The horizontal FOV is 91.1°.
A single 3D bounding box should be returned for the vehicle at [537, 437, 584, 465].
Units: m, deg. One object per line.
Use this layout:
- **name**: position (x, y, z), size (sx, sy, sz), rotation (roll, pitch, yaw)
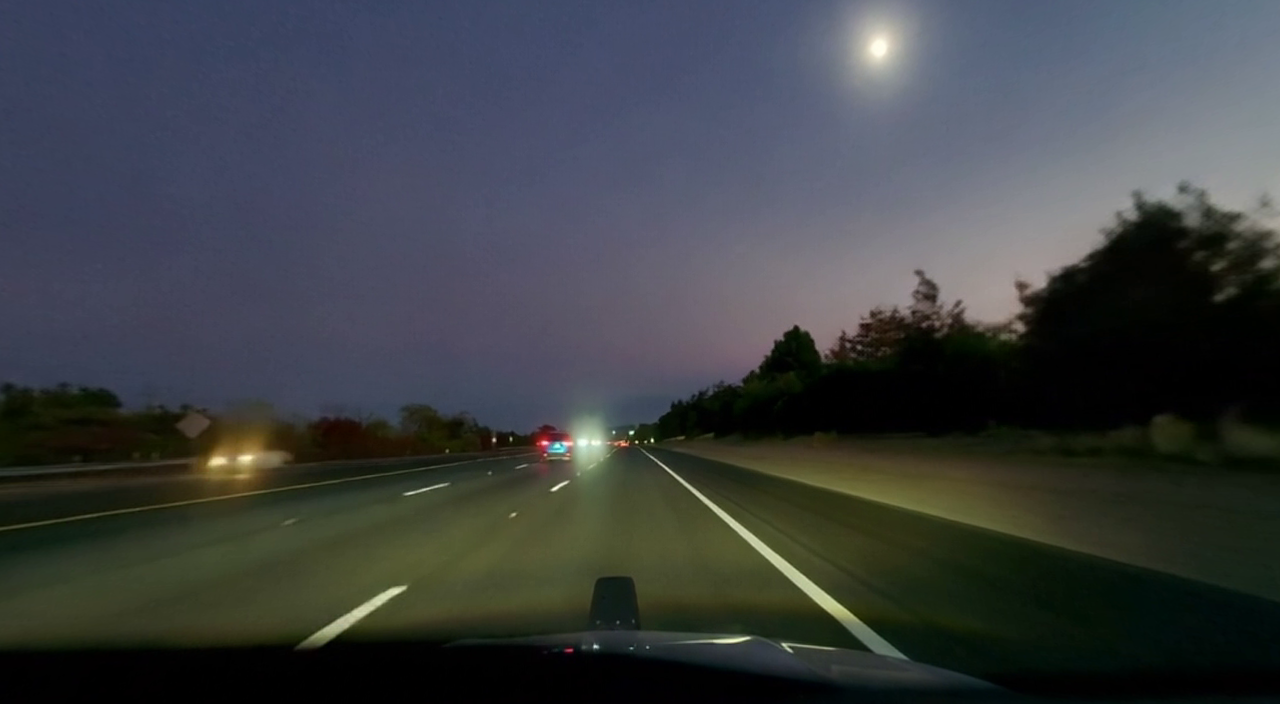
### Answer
- **vehicle**: position (-4.347, 5.477, 35.099), size (2.063, 1.496, 4.225), rotation (0, -8, 0)
